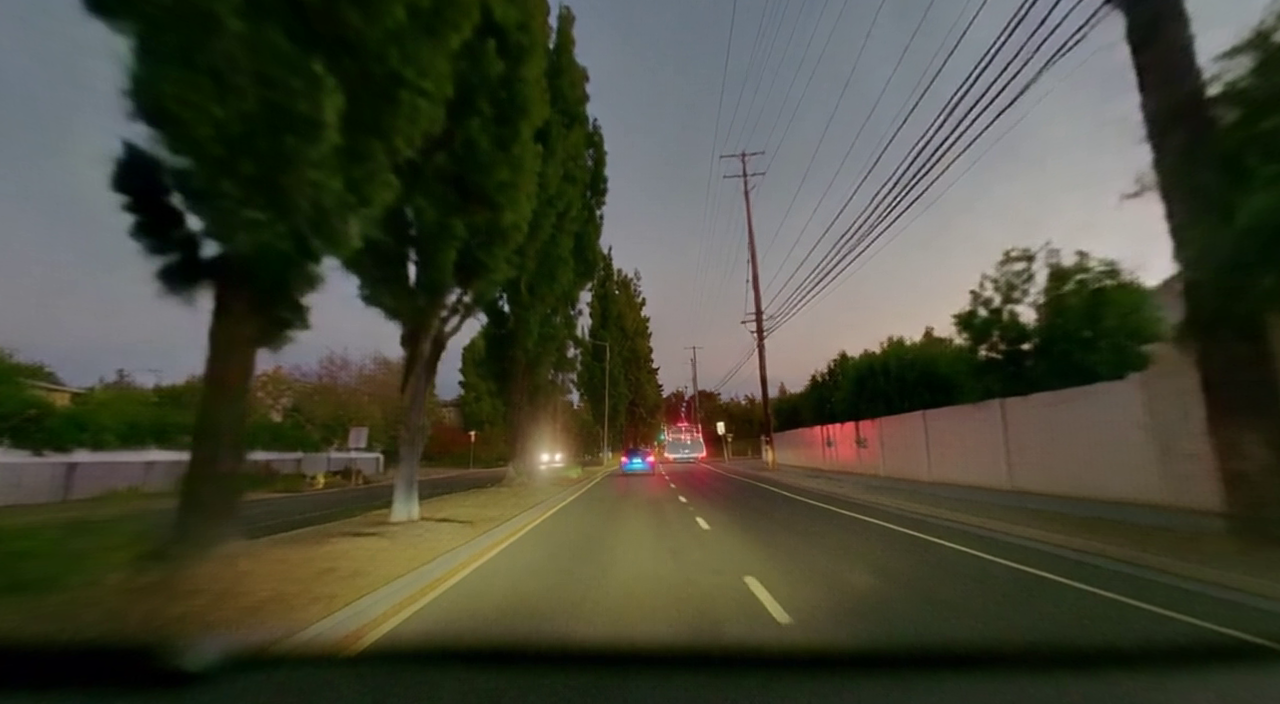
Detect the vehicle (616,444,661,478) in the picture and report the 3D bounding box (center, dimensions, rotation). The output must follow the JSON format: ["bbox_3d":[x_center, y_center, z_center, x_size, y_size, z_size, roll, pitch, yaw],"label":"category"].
[{"bbox_3d":[-0.022,5.196,30.321,2.018,1.511,3.993,0,-8,1],"label":"vehicle"}]

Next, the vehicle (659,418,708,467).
[{"bbox_3d":[3.159,7.070,49.197,2.789,3.285,12.428,0,-9,0],"label":"vehicle"}]
